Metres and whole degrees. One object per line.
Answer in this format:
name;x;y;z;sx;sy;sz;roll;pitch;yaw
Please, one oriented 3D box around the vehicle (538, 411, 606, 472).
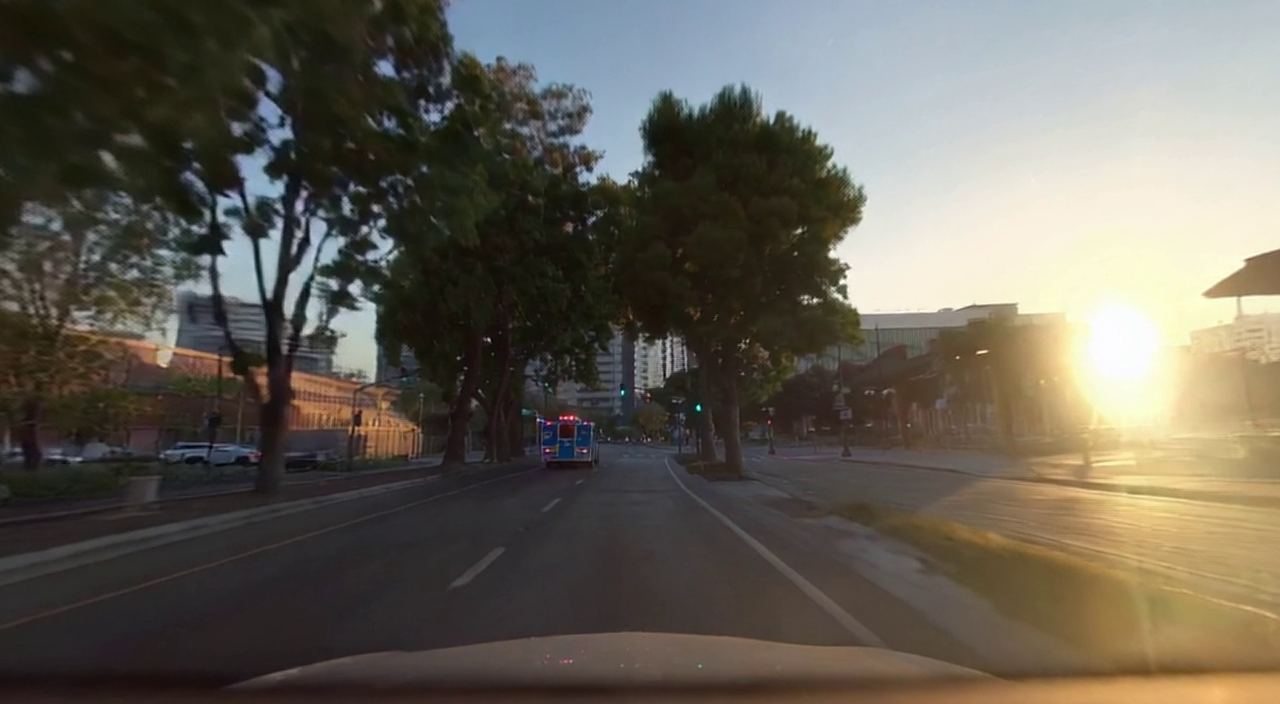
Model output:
vehicle;-3.264;4.508;31.863;2.633;2.787;5.796;0;-8;2
